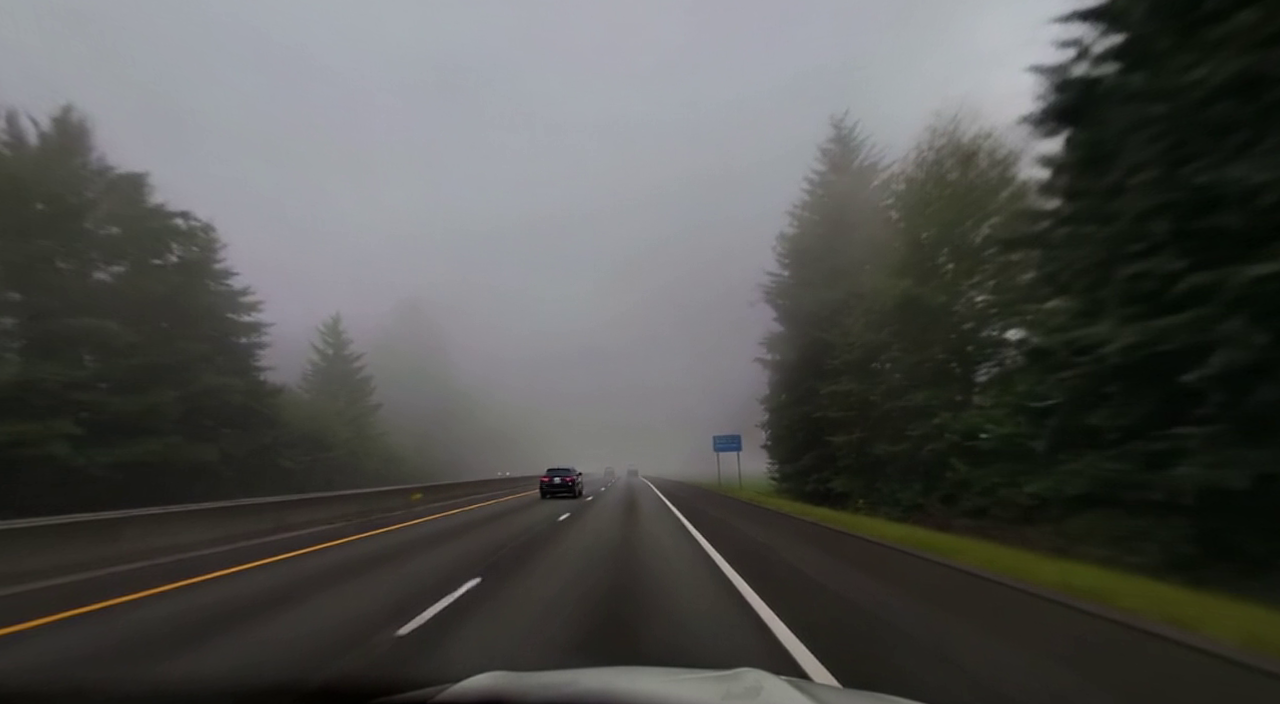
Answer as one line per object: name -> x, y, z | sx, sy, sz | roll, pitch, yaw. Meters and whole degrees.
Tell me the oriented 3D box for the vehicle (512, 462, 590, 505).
vehicle -> -3.240, 4.950, 23.948 | 2.183, 1.435, 4.653 | 0, -10, 1
